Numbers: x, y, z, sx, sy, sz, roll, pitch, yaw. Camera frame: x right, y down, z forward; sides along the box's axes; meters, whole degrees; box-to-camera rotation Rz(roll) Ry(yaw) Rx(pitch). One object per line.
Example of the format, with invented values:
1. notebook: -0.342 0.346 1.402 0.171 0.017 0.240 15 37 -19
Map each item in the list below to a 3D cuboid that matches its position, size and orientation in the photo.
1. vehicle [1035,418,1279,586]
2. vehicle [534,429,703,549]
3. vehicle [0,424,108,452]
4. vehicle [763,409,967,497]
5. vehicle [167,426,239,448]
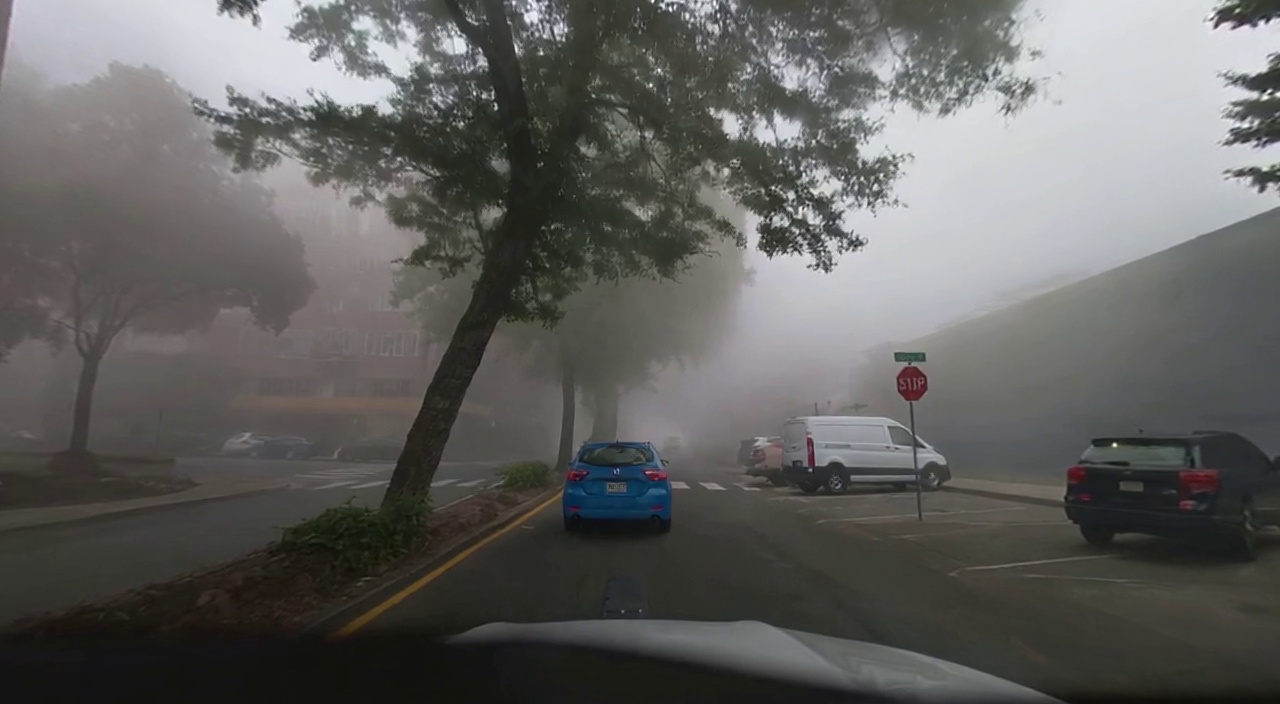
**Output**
1. vehicle: 7.260 1.767 8.234 3.957 1.650 1.971 5 -10 -33
2. vehicle: -0.322 2.020 10.052 2.065 1.450 4.522 0 -8 -2
3. vehicle: -32.300 4.740 34.785 4.006 1.491 2.007 1 -9 -6
4. vehicle: 6.337 2.808 17.743 5.385 2.146 2.143 4 -9 -26
5. vehicle: -32.391 6.322 46.863 3.915 1.574 1.850 0 -8 1
